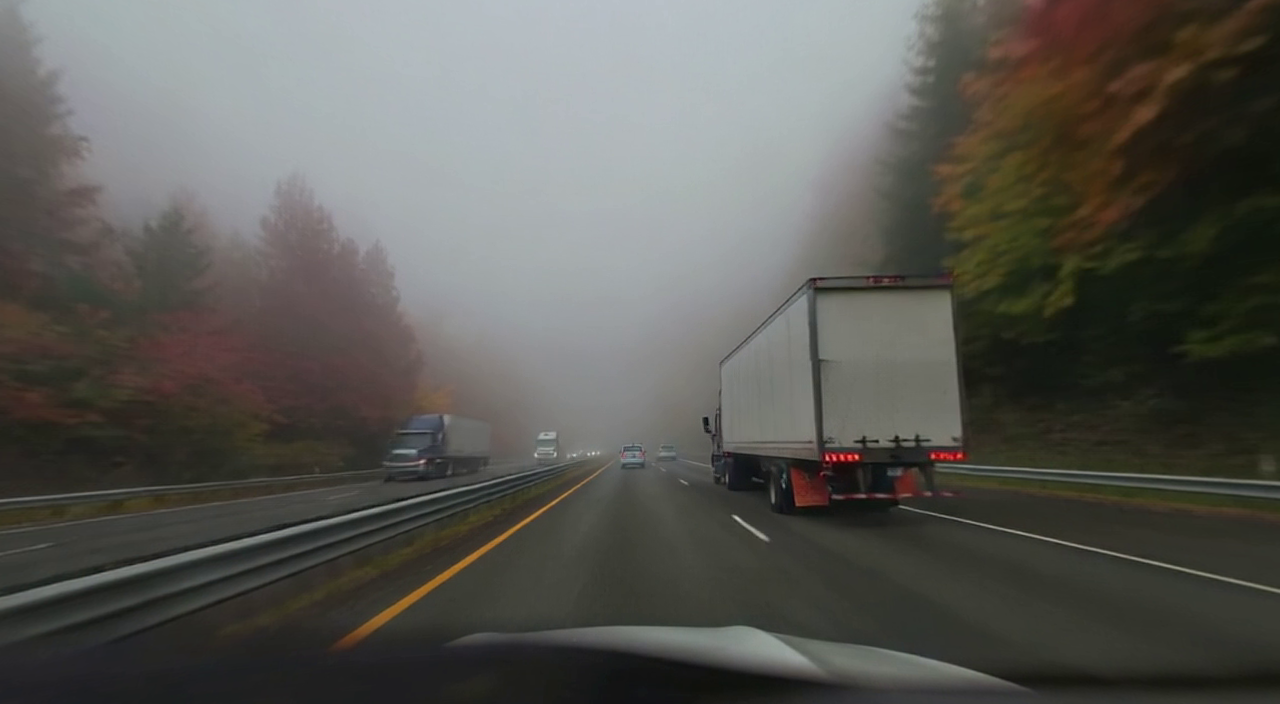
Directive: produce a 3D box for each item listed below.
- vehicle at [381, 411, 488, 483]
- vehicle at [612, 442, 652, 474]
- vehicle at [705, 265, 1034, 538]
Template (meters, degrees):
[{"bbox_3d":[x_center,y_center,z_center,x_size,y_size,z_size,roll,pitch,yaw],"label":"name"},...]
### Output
[{"bbox_3d":[-13.647,6.577,43.493,2.954,4.145,13.980,0,-9,-1],"label":"vehicle"},{"bbox_3d":[-0.480,6.022,35.912,2.151,1.693,4.201,0,-9,-1],"label":"vehicle"},{"bbox_3d":[4.041,1.702,16.116,3.068,4.042,13.787,0,-9,-1],"label":"vehicle"}]
